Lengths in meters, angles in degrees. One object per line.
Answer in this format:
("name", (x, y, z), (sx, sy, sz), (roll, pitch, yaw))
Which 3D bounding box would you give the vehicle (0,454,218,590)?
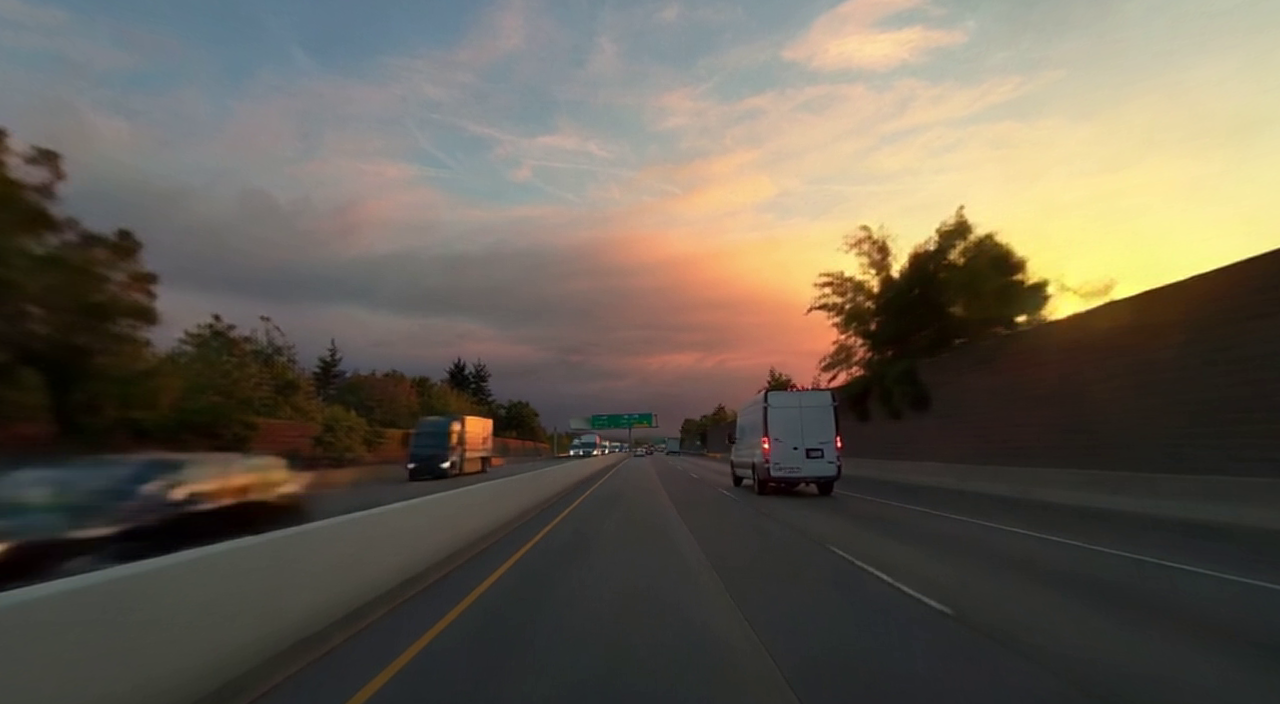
("vehicle", (-7.872, 2.127, 8.482), (1.800, 1.441, 3.633), (0, -9, 0))

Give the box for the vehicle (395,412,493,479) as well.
("vehicle", (-12.814, 6.326, 42.398), (3.343, 3.928, 10.064), (0, -9, 0))

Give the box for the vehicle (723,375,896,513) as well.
("vehicle", (3.933, 2.398, 16.374), (2.449, 2.805, 6.763), (0, -9, -1))
